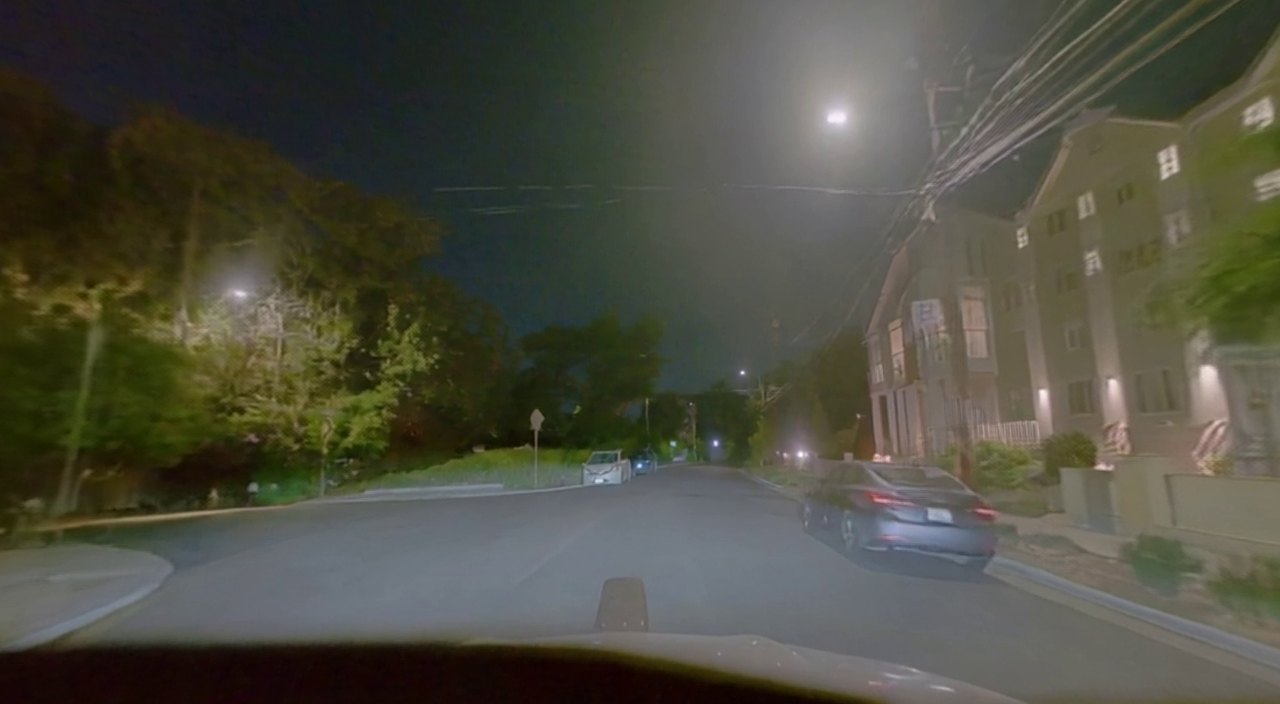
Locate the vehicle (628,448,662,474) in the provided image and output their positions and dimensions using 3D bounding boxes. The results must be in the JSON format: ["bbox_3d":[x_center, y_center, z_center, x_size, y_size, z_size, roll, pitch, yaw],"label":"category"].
[{"bbox_3d":[0.441,8.488,49.141,2.139,1.882,4.635,-1,-10,7],"label":"vehicle"}]

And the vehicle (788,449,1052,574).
[{"bbox_3d":[3.968,2.351,10.182,2.151,1.468,5.066,0,-10,3],"label":"vehicle"}]

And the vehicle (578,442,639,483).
[{"bbox_3d":[-1.504,5.754,32.898,2.463,1.951,5.794,-1,-10,4],"label":"vehicle"}]

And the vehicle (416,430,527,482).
[{"bbox_3d":[-9.544,5.973,36.145,5.828,2.818,2.231,2,-10,-12],"label":"vehicle"}]
